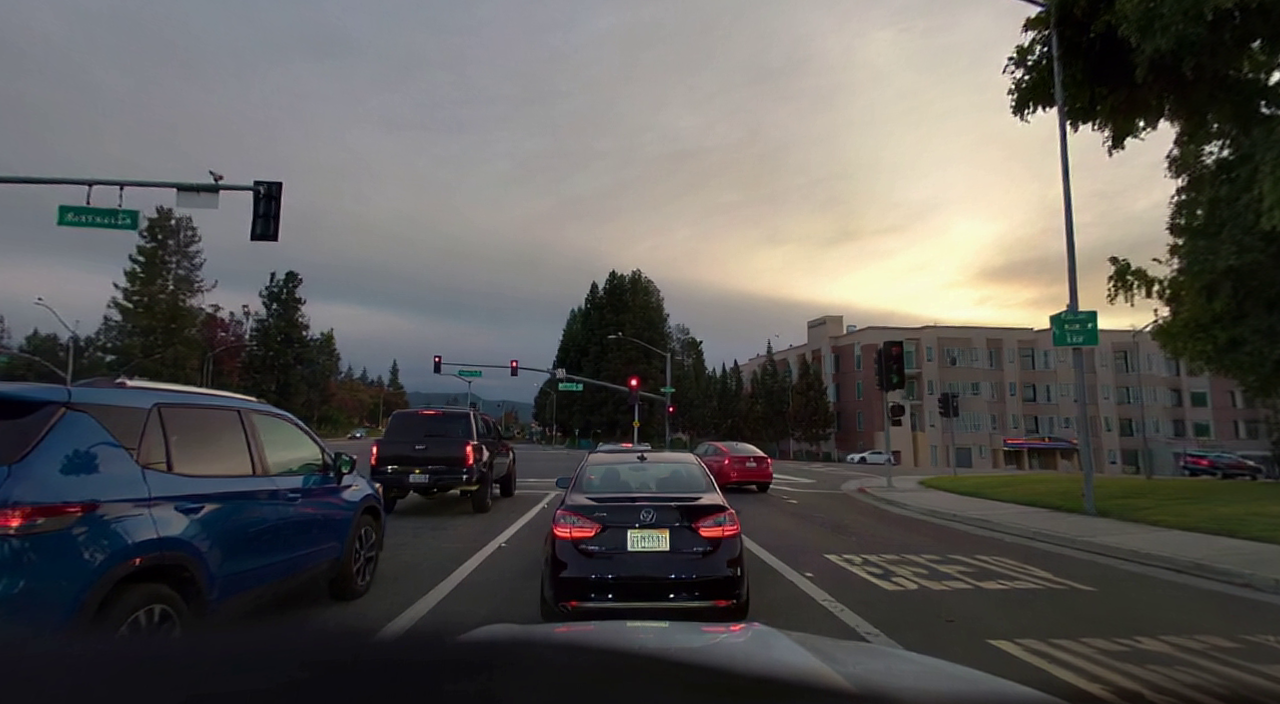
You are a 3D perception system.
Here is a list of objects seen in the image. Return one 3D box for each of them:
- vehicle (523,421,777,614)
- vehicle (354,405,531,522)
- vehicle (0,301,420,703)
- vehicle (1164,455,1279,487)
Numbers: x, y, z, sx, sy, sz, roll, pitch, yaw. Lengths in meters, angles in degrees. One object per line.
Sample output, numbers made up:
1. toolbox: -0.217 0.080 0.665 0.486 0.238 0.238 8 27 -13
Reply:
1. vehicle: -0.060 1.623 7.246 2.001 1.483 4.442 0 -8 -4
2. vehicle: -3.870 2.319 13.700 2.305 1.984 5.586 0 -8 -3
3. vehicle: -3.139 1.009 4.135 1.924 1.737 4.387 0 -8 -2
4. vehicle: 36.509 7.446 39.712 4.874 1.854 2.230 -1 -8 4
